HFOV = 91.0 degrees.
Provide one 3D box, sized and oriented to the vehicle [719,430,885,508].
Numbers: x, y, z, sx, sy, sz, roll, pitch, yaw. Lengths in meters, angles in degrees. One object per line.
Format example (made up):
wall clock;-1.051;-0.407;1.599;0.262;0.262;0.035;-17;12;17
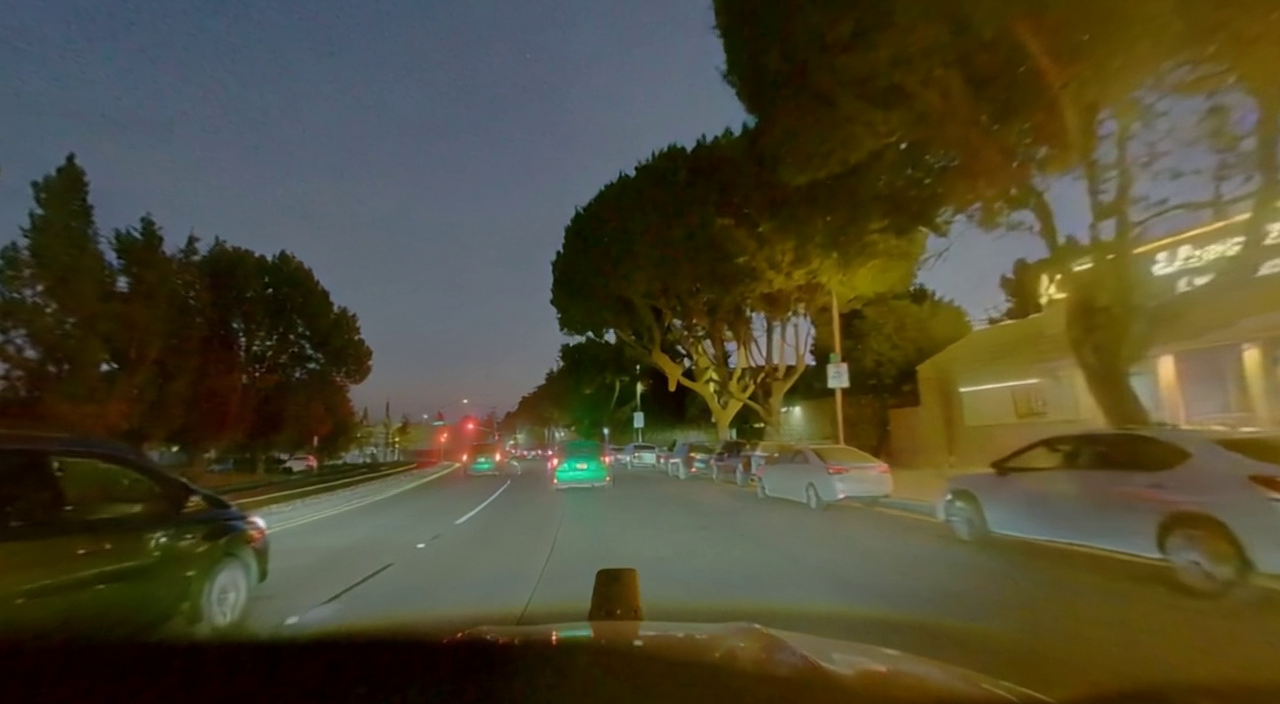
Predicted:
vehicle;3.483;2.620;14.649;1.867;1.489;4.694;2;-9;-11

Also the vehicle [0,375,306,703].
vehicle;-4.217;1.092;3.813;2.065;1.714;4.570;0;-8;-3

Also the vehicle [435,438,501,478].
vehicle;-7.147;4.426;26.604;2.105;1.477;4.857;1;-8;-9

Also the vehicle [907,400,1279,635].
vehicle;4.834;1.406;6.285;1.905;1.537;4.276;1;-9;-10

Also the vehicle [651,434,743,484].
vehicle;1.841;3.680;22.044;1.911;1.534;4.599;2;-9;-12

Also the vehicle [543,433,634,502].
vehicle;-1.313;2.875;16.152;2.001;1.483;4.442;1;-8;-5
